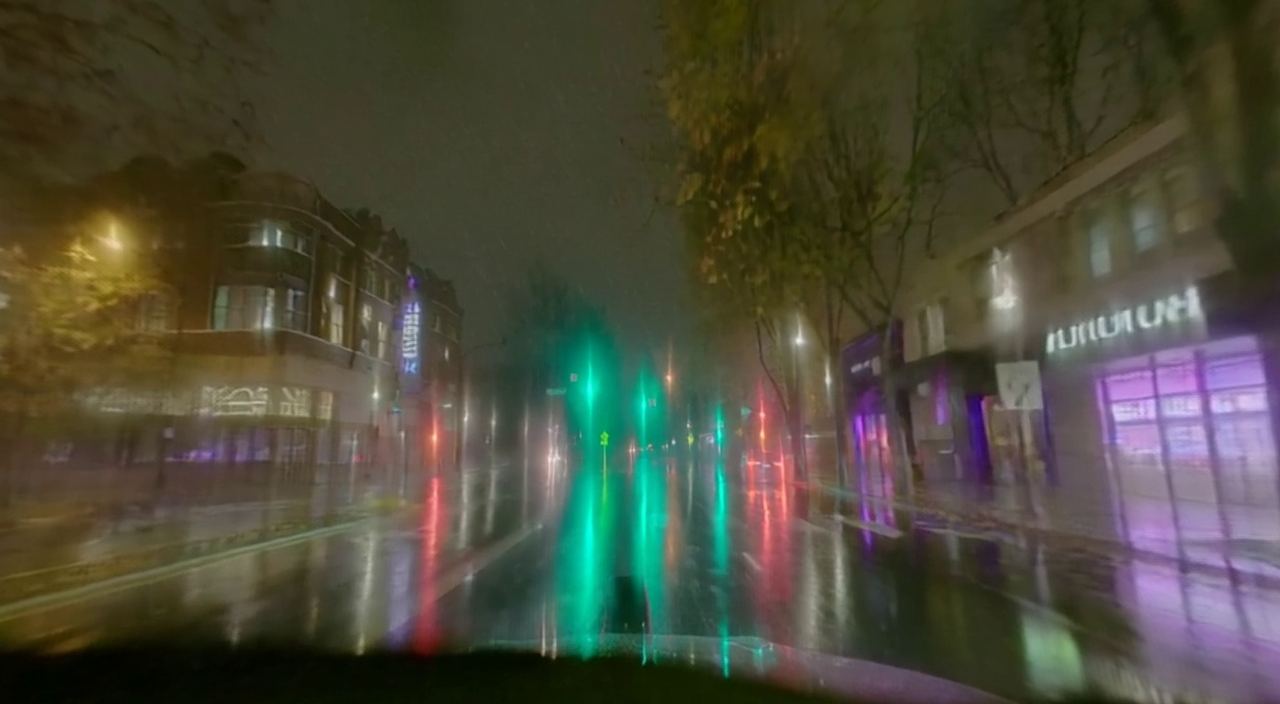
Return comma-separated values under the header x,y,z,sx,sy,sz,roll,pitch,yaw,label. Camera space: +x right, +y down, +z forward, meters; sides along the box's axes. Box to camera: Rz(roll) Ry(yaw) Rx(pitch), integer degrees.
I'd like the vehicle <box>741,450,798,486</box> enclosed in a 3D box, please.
x,y,z,sx,sy,sz,roll,pitch,yaw,label
6.267,5.651,30.979,1.906,1.523,4.336,2,-9,0,vehicle
